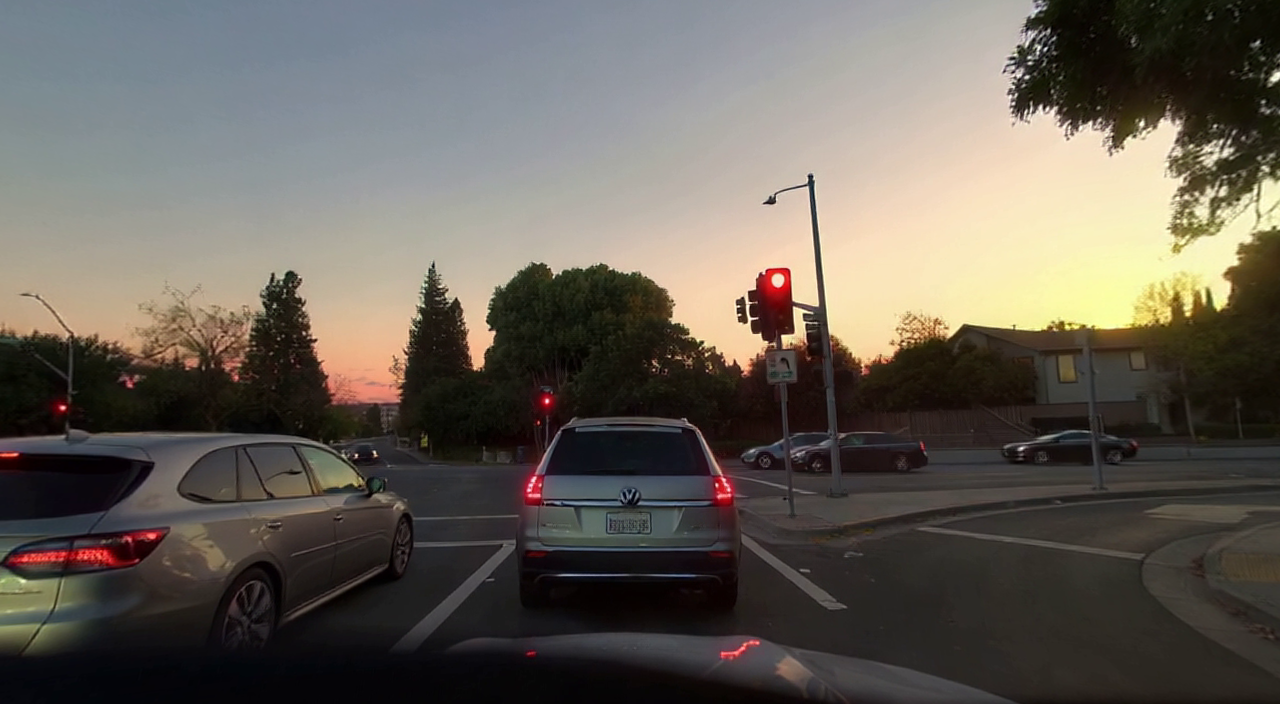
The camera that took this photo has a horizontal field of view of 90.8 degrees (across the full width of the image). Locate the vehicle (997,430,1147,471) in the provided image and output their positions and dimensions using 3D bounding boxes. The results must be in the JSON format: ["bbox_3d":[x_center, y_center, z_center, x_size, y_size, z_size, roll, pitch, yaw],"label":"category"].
[{"bbox_3d":[17.811,4.087,26.242,4.670,1.616,1.926,-1,-9,6],"label":"vehicle"}]

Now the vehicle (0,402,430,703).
[{"bbox_3d":[-3.297,1.272,4.703,2.035,1.492,4.415,0,-9,-2],"label":"vehicle"}]

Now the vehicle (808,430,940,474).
[{"bbox_3d":[9.908,4.280,27.104,4.887,1.769,2.035,-1,-9,6],"label":"vehicle"}]

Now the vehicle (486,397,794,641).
[{"bbox_3d":[-0.142,1.471,6.563,2.154,1.670,4.140,1,-9,-5],"label":"vehicle"}]
